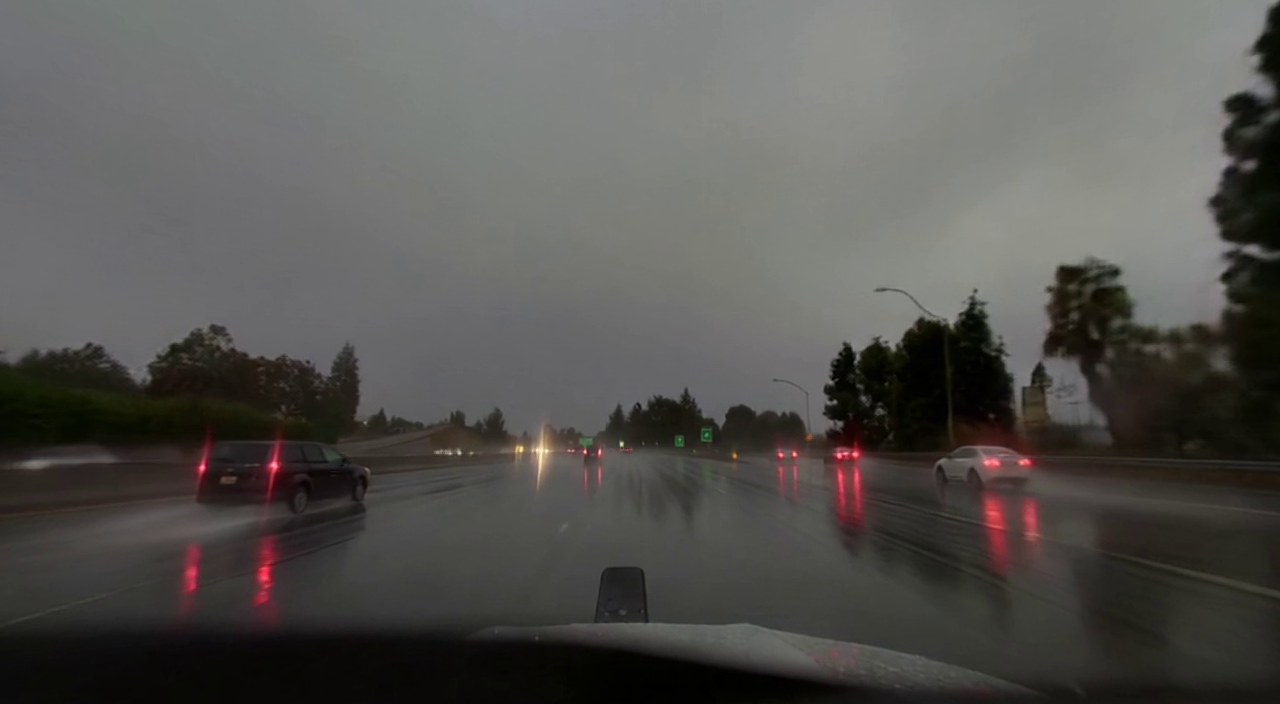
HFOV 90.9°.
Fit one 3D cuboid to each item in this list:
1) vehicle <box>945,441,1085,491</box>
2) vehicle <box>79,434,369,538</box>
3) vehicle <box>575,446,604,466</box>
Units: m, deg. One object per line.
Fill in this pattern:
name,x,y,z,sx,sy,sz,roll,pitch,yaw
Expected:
vehicle,12.810,3.884,22.005,2.201,1.535,4.735,0,-8,3
vehicle,-6.976,2.262,11.408,2.038,1.463,4.656,0,-8,1
vehicle,-3.869,8.052,49.091,1.936,1.465,4.060,0,-8,0
